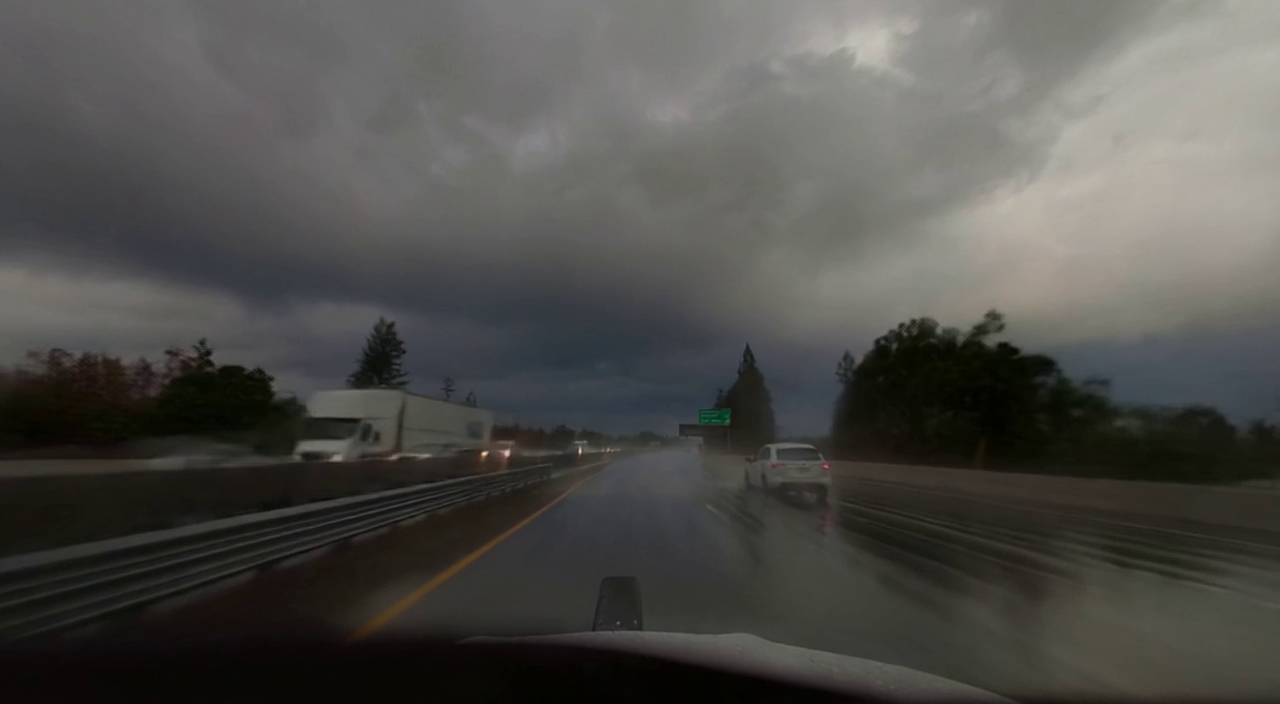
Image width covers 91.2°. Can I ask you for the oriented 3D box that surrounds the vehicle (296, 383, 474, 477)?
[{"bbox_3d":[-13.340,4.696,35.759,3.099,4.089,16.683,0,-9,0],"label":"vehicle"}]

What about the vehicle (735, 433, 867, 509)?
[{"bbox_3d":[3.931,3.017,16.306,2.089,1.660,4.729,0,-9,-1],"label":"vehicle"}]

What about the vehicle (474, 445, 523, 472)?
[{"bbox_3d":[-9.000,6.791,40.184,2.023,1.628,4.241,-1,-9,1],"label":"vehicle"}]

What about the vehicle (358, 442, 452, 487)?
[{"bbox_3d":[-9.076,4.361,24.610,1.950,1.601,4.338,0,-9,1],"label":"vehicle"}]
